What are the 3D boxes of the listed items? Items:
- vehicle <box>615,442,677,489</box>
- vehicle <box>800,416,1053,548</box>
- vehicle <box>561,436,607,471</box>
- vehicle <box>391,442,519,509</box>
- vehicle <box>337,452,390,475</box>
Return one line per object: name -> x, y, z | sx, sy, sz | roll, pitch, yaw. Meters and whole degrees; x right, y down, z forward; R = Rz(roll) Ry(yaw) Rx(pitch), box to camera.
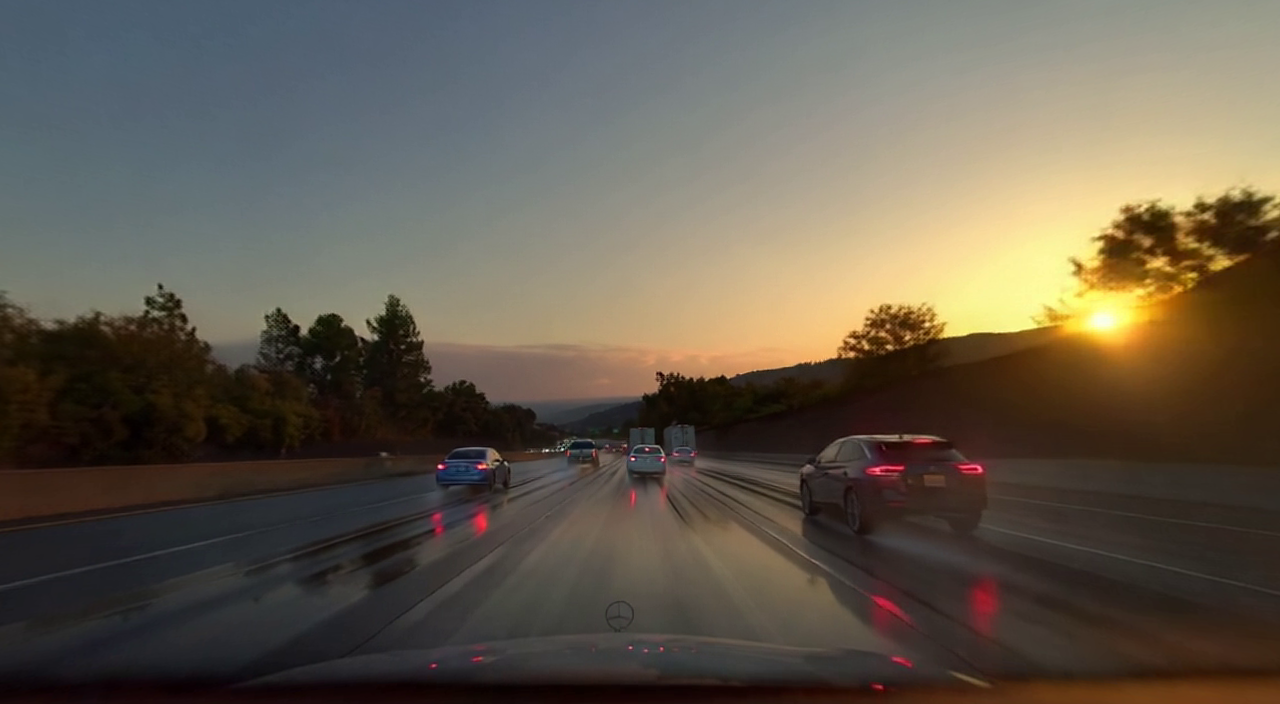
vehicle -> 0.196, 4.098, 22.870 | 2.015, 1.526, 4.286 | 0, -9, 0
vehicle -> 4.188, 1.974, 10.095 | 2.018, 1.639, 4.149 | 0, -9, -1
vehicle -> -3.320, 6.156, 38.025 | 2.230, 1.973, 4.403 | -1, -9, 2
vehicle -> -4.591, 3.127, 16.343 | 1.967, 1.473, 4.439 | 0, -9, 0
vehicle -> -20.291, 8.157, 46.223 | 1.901, 1.582, 4.159 | -1, -9, 2
